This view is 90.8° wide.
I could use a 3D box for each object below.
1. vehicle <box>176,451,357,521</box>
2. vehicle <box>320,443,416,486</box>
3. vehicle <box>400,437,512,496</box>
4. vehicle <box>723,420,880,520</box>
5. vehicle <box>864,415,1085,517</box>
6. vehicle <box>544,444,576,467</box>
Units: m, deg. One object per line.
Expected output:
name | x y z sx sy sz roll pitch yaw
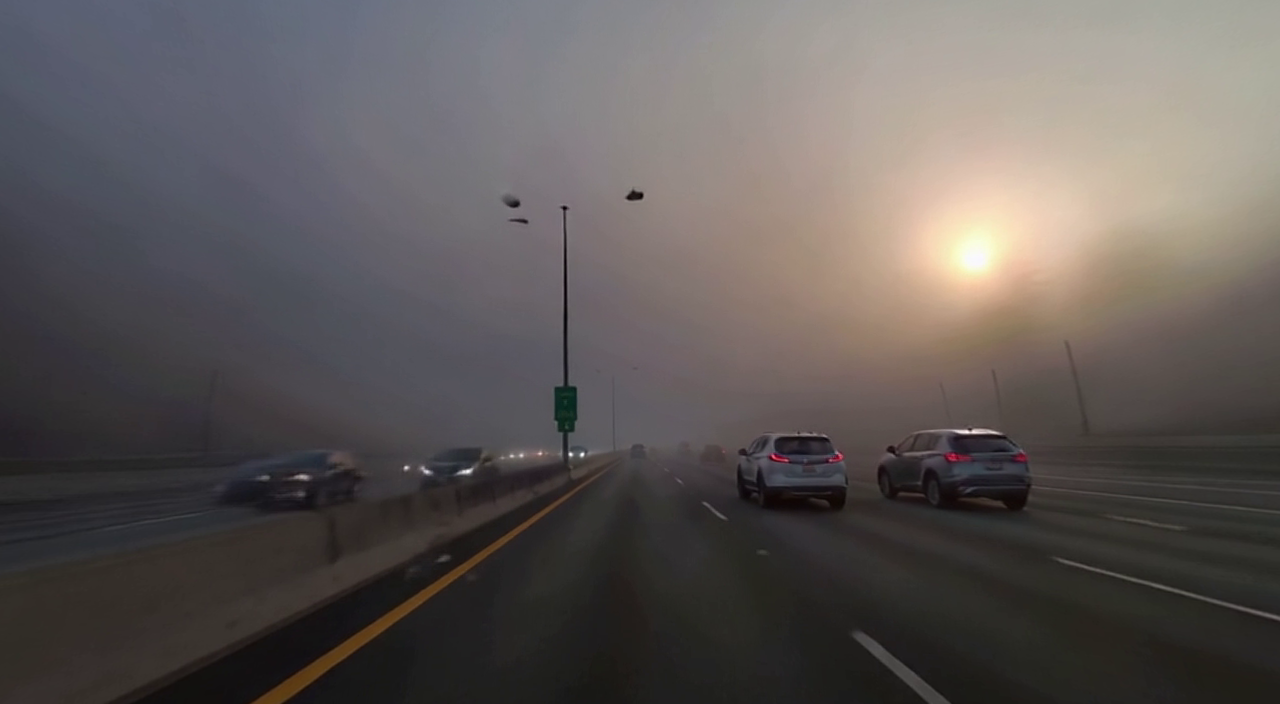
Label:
vehicle | -9.351 3.338 16.349 2.020 1.494 4.353 0 -8 0
vehicle | -13.304 5.495 31.403 2.211 1.919 5.718 0 -8 1
vehicle | -5.610 3.540 19.964 2.184 1.638 4.522 0 -8 0
vehicle | 3.075 2.358 13.106 2.059 1.711 4.302 0 -8 0
vehicle | 6.871 2.404 13.811 2.040 1.801 4.959 0 -8 -1
vehicle | -5.877 7.622 46.651 1.827 1.619 3.866 0 -8 0
